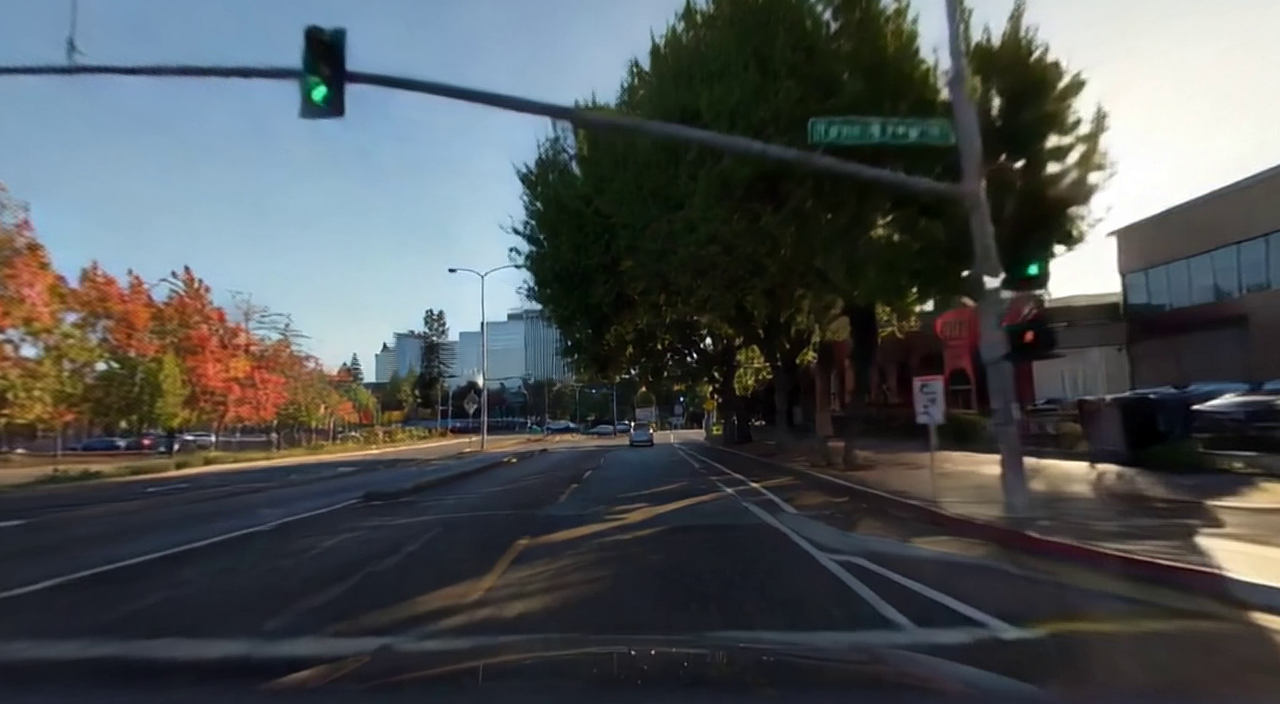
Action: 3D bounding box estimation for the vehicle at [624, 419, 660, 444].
[{"bbox_3d":[0.097,4.986,39.246,2.115,1.461,3.976,0,-8,-1],"label":"vehicle"}]
